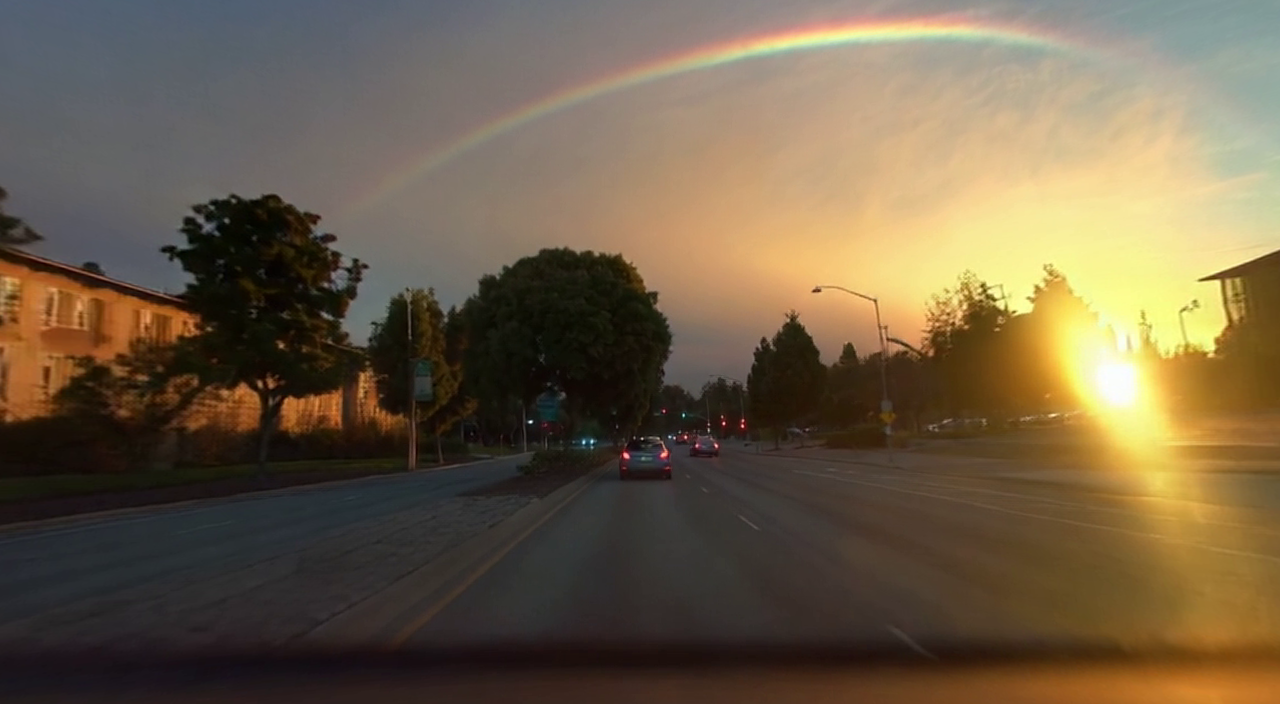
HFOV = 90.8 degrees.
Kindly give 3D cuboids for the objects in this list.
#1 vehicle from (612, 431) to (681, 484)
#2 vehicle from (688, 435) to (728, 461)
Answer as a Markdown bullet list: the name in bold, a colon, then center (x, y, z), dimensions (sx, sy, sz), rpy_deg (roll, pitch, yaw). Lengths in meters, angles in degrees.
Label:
- **vehicle**: center (0.194, 3.621, 21.992), dimensions (2.181, 1.639, 4.127), rpy_deg (0, -8, 0)
- **vehicle**: center (4.375, 6.240, 41.293), dimensions (1.987, 1.613, 4.081), rpy_deg (0, -8, -2)
